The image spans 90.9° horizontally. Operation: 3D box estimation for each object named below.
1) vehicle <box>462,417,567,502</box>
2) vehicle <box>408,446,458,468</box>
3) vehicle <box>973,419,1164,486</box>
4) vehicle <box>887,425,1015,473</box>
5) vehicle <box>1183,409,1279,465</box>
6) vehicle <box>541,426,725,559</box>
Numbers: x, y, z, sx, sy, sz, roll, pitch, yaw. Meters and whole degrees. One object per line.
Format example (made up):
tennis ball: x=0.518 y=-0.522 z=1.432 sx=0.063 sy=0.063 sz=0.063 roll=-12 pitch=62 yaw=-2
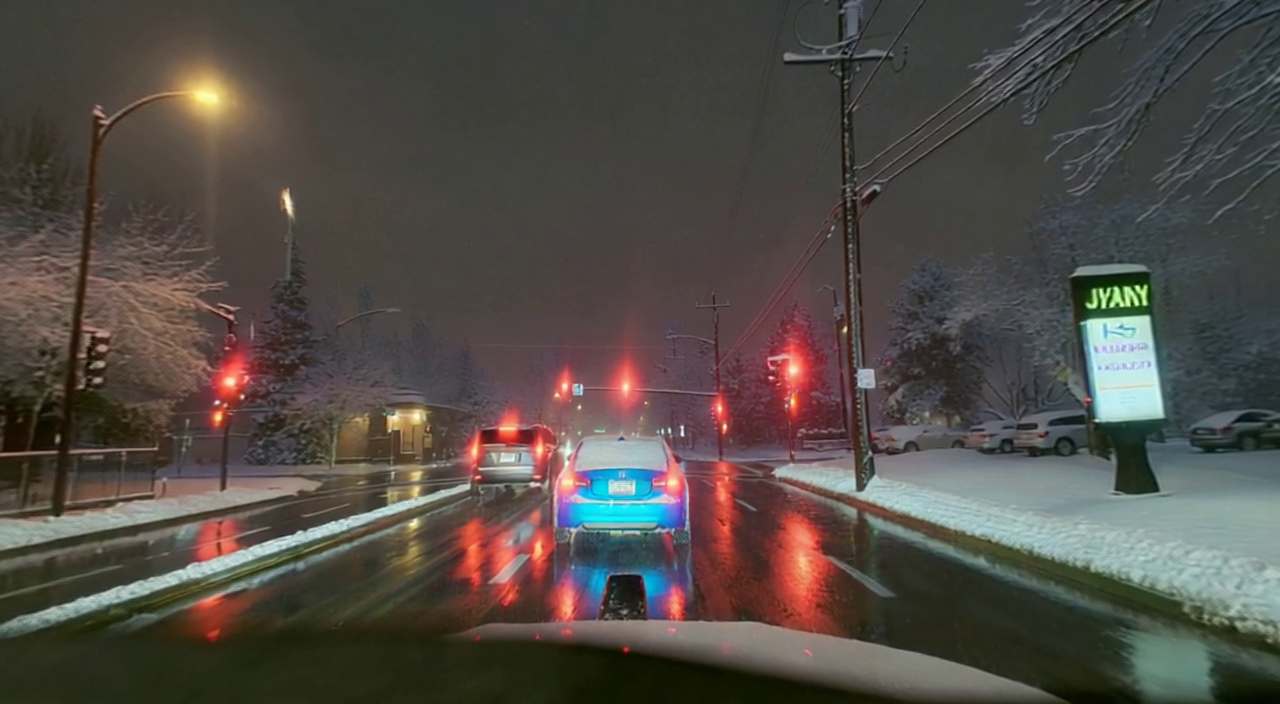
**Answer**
vehicle: x=-3.060 y=2.721 z=16.354 sx=2.106 sy=1.852 sz=4.512 roll=0 pitch=-8 yaw=-4
vehicle: x=-15.563 y=7.835 z=47.213 sx=2.111 sy=1.511 sz=4.641 roll=6 pitch=-10 yaw=-37
vehicle: x=10.548 y=2.518 z=16.022 sx=1.888 sy=1.455 sz=4.268 roll=0 pitch=-8 yaw=1
vehicle: x=10.642 y=3.362 z=22.039 sx=1.842 sy=1.471 sz=4.481 roll=1 pitch=-8 yaw=-6
vehicle: x=18.717 y=2.571 z=19.022 sx=4.446 sy=1.511 sz=1.977 roll=4 pitch=-10 yaw=-29
vehicle: x=-0.146 y=1.900 z=9.295 sx=2.070 sy=1.481 sz=4.216 roll=0 pitch=-8 yaw=-2
